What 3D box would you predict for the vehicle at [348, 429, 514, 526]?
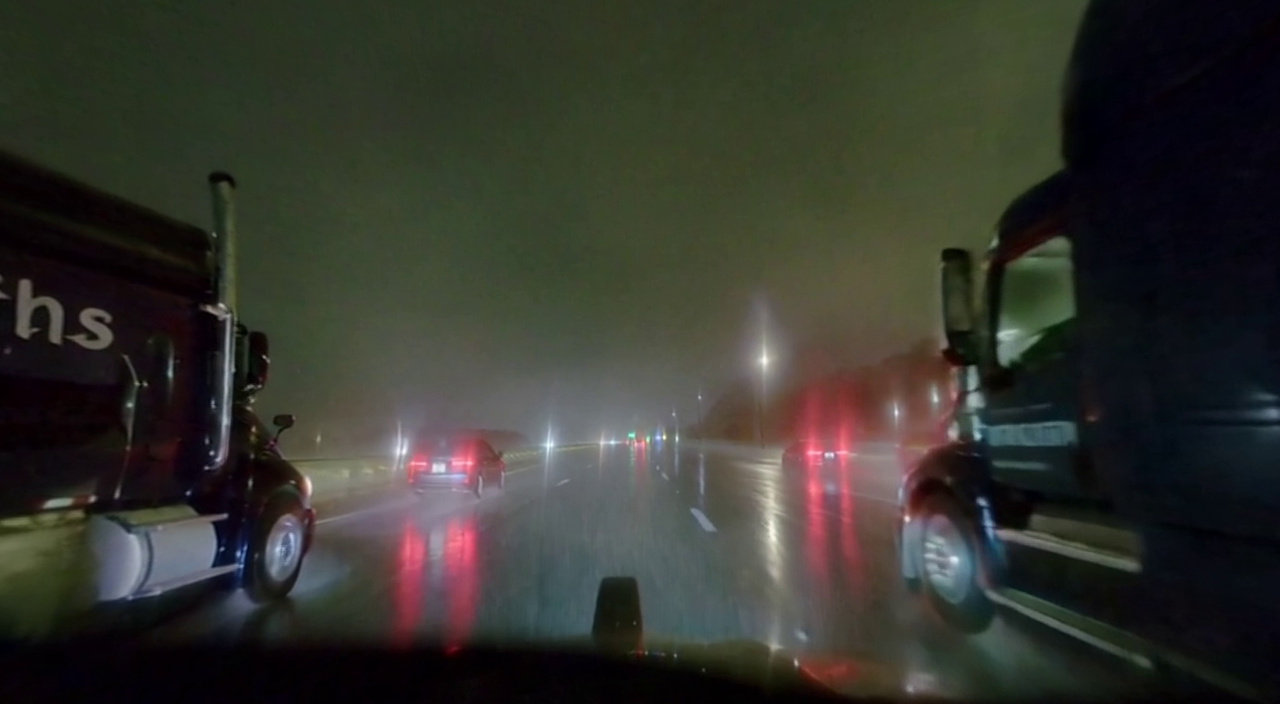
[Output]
[{"bbox_3d":[-4.107,2.520,13.274,2.063,1.661,4.439,1,-8,-2],"label":"vehicle"}]
